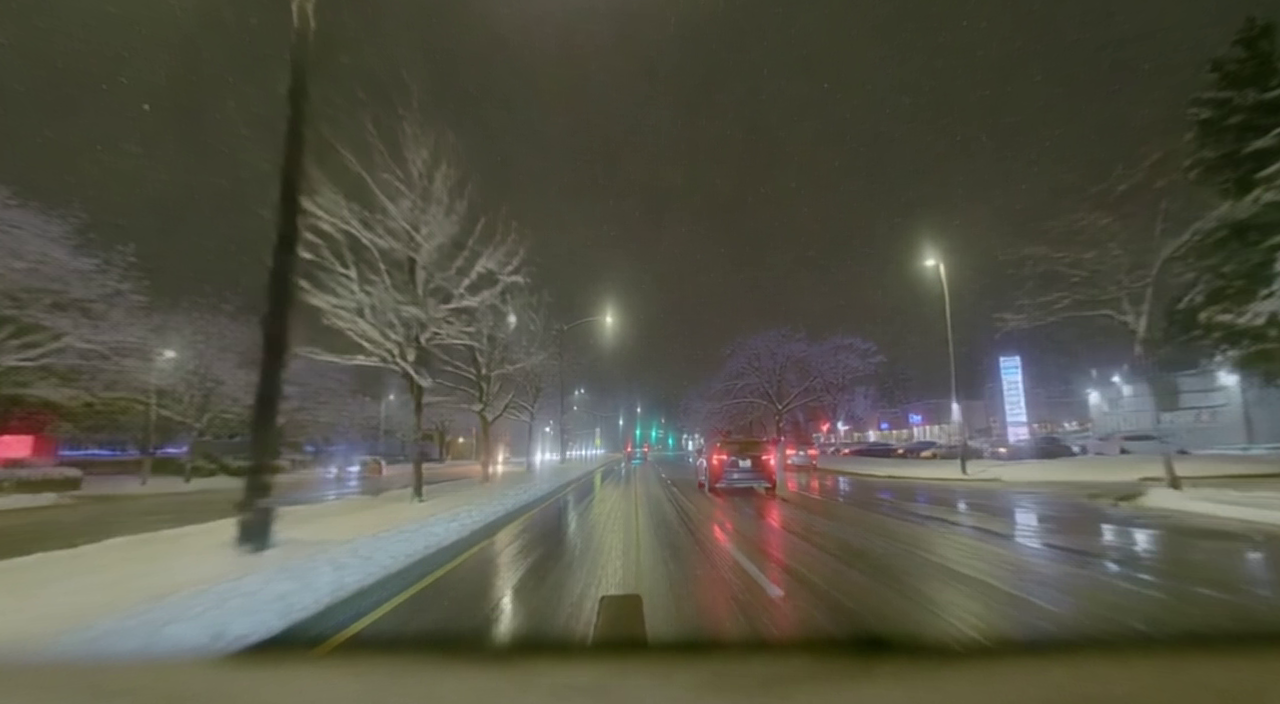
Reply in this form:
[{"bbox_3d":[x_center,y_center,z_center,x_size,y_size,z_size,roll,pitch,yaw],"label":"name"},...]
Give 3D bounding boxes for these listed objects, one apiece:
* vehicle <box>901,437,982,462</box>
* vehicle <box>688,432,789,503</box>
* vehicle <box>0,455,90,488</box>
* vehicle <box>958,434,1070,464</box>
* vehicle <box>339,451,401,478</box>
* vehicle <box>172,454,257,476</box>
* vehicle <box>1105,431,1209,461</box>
[{"bbox_3d":[19.597,6.373,41.166,4.227,1.567,2.034,0,-9,1],"label":"vehicle"},{"bbox_3d":[2.529,3.082,17.279,1.963,1.677,4.229,0,-9,-1],"label":"vehicle"},{"bbox_3d":[-29.943,5.762,30.587,4.671,1.472,2.076,0,-9,2],"label":"vehicle"},{"bbox_3d":[19.578,5.120,33.211,4.584,1.503,1.942,0,-9,1],"label":"vehicle"},{"bbox_3d":[-16.528,6.891,38.917,1.927,1.492,4.347,0,-9,0],"label":"vehicle"},{"bbox_3d":[-29.406,7.798,43.765,4.340,1.422,1.976,1,-9,-5],"label":"vehicle"},{"bbox_3d":[32.585,5.949,39.904,4.671,1.618,1.998,-2,-9,1],"label":"vehicle"}]
